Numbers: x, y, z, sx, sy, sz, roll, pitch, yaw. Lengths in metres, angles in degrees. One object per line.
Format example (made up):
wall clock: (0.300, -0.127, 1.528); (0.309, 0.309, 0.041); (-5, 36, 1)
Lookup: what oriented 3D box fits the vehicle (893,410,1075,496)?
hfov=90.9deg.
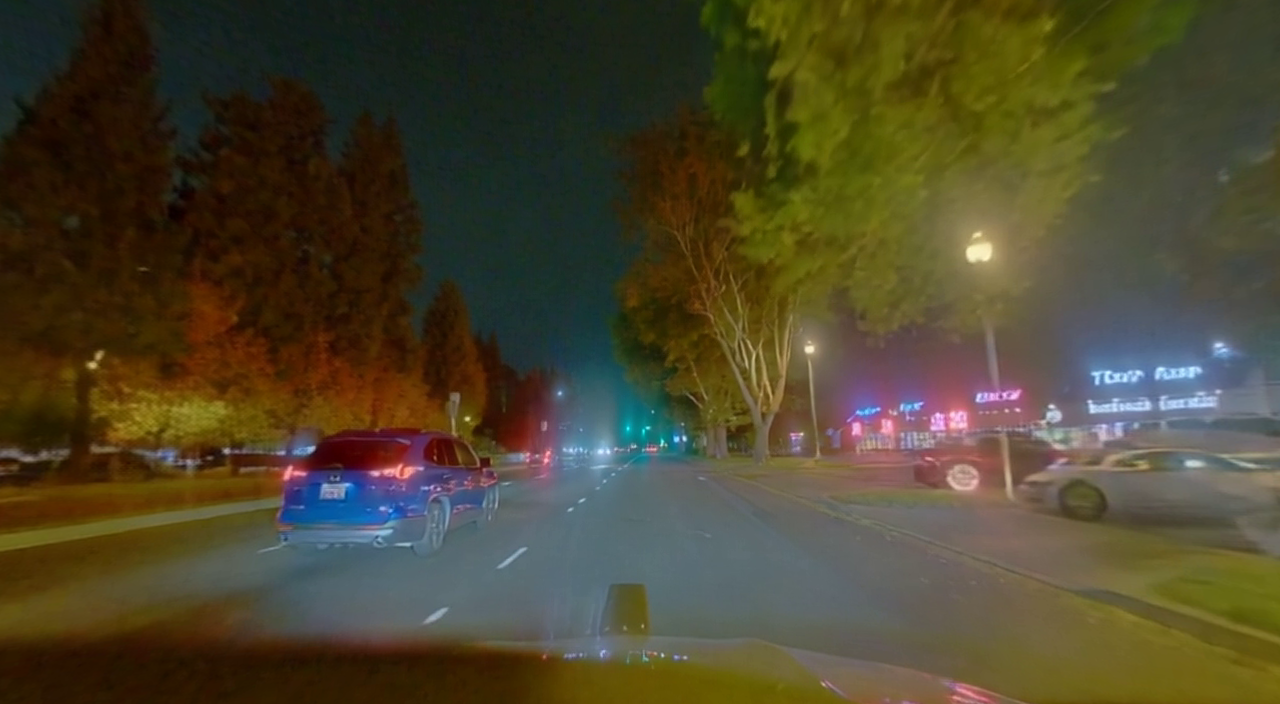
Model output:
vehicle: (9.118, 2.606, 16.570); (4.985, 1.918, 2.248); (6, -11, -37)

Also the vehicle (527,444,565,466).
vehicle: (-6.771, 7.406, 45.658); (1.990, 1.483, 4.410); (0, -8, 1)

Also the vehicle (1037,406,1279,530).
vehicle: (9.809, 1.823, 10.316); (2.146, 1.797, 4.990); (4, -10, -37)

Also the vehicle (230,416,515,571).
vehicle: (-3.312, 1.827, 8.928); (2.127, 1.654, 4.121); (0, -8, 1)
